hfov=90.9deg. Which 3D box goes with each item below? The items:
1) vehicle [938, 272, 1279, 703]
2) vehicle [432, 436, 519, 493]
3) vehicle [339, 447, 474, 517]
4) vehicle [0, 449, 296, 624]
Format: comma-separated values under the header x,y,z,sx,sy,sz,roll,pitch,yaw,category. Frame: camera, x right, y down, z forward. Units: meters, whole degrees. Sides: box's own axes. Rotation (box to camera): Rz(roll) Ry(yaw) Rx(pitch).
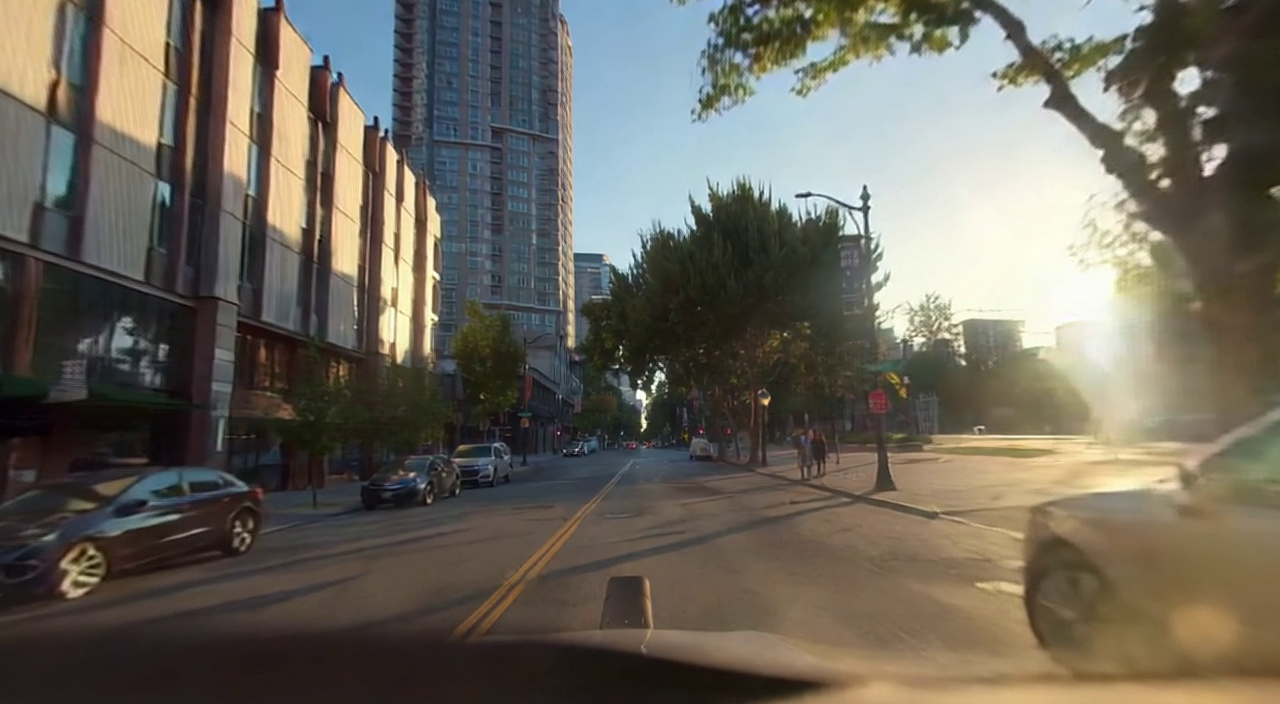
x,y,z,sx,sy,sz,roll,pitch,yaw,category
3.880,0.616,2.196,2.568,2.001,5.999,-1,-8,-2,vehicle
-6.508,4.452,25.513,2.273,1.871,4.920,-4,-8,-2,vehicle
-6.657,3.698,18.606,2.270,1.539,4.855,-4,-8,-2,vehicle
-6.657,2.120,8.090,2.110,1.498,4.555,-4,-8,-2,vehicle
